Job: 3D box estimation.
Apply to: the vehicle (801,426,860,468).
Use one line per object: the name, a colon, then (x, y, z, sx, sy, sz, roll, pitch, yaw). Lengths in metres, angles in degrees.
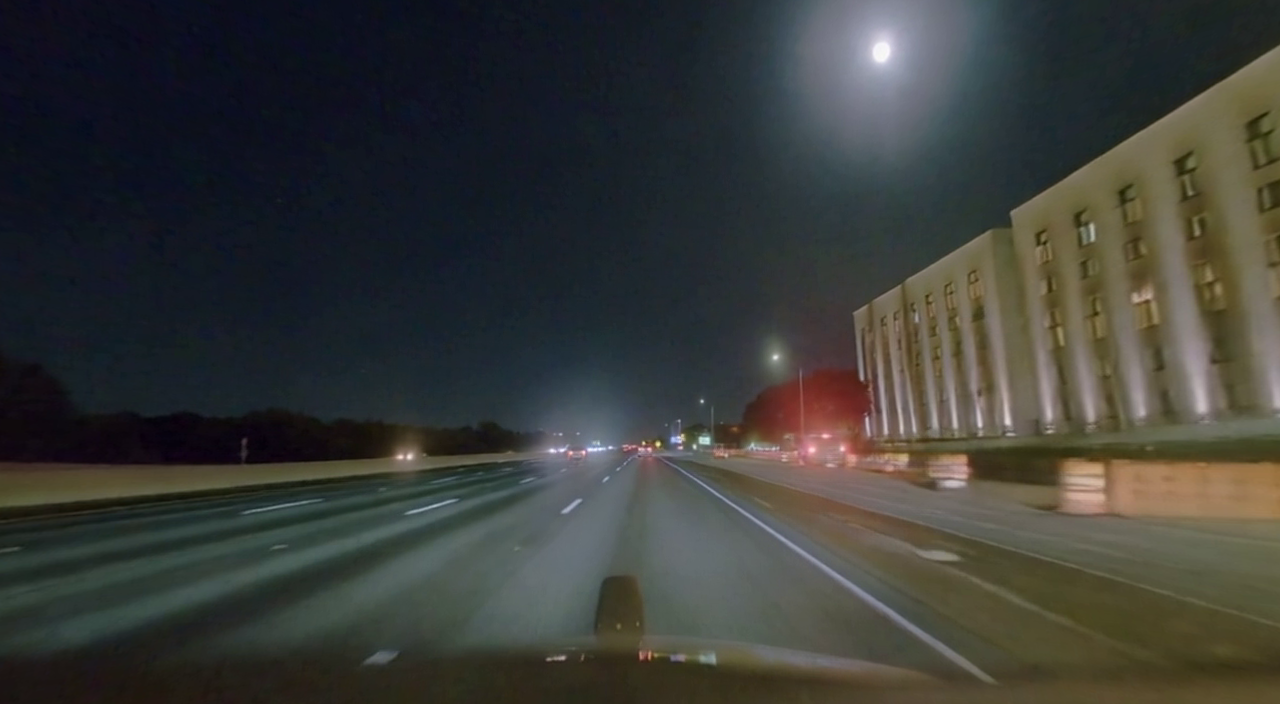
vehicle: (14.311, 7.223, 47.633, 2.763, 2.805, 4.926, -2, -10, 0)
